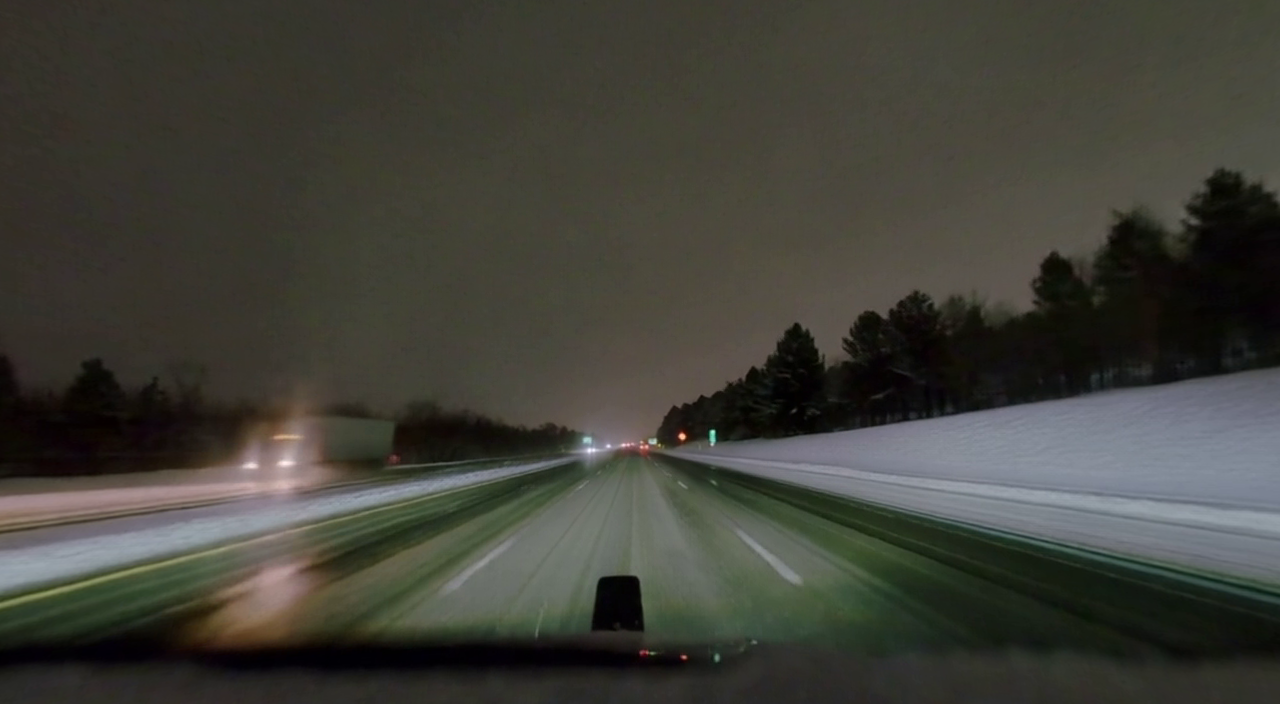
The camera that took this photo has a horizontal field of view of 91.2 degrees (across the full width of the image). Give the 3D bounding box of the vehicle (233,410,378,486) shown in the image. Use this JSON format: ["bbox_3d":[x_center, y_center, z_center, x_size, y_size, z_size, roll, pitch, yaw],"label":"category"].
[{"bbox_3d":[-20.424,6.034,39.525,3.062,4.064,11.124,0,-9,-1],"label":"vehicle"}]
